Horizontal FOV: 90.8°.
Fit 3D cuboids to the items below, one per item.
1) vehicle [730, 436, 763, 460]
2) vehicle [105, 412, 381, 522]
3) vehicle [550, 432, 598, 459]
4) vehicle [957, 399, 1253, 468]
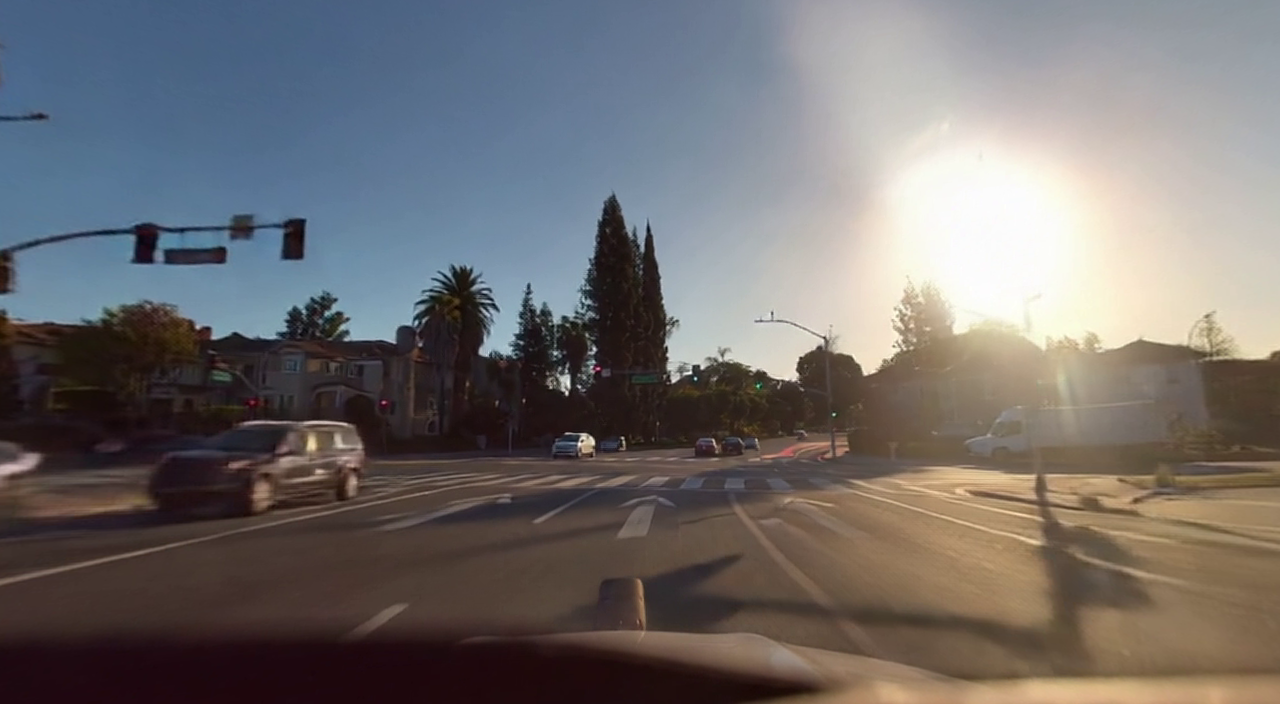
[{"bbox_3d":[7.914,7.140,47.067,2.255,1.708,4.328,-2,-9,10],"label":"vehicle"},{"bbox_3d":[-7.126,2.128,12.150,2.010,1.686,4.653,-1,-9,4],"label":"vehicle"},{"bbox_3d":[-4.911,7.073,47.560,2.296,1.798,5.303,-4,-9,7],"label":"vehicle"},{"bbox_3d":[24.435,4.424,33.958,12.701,3.428,3.061,-1,-9,6],"label":"vehicle"}]
